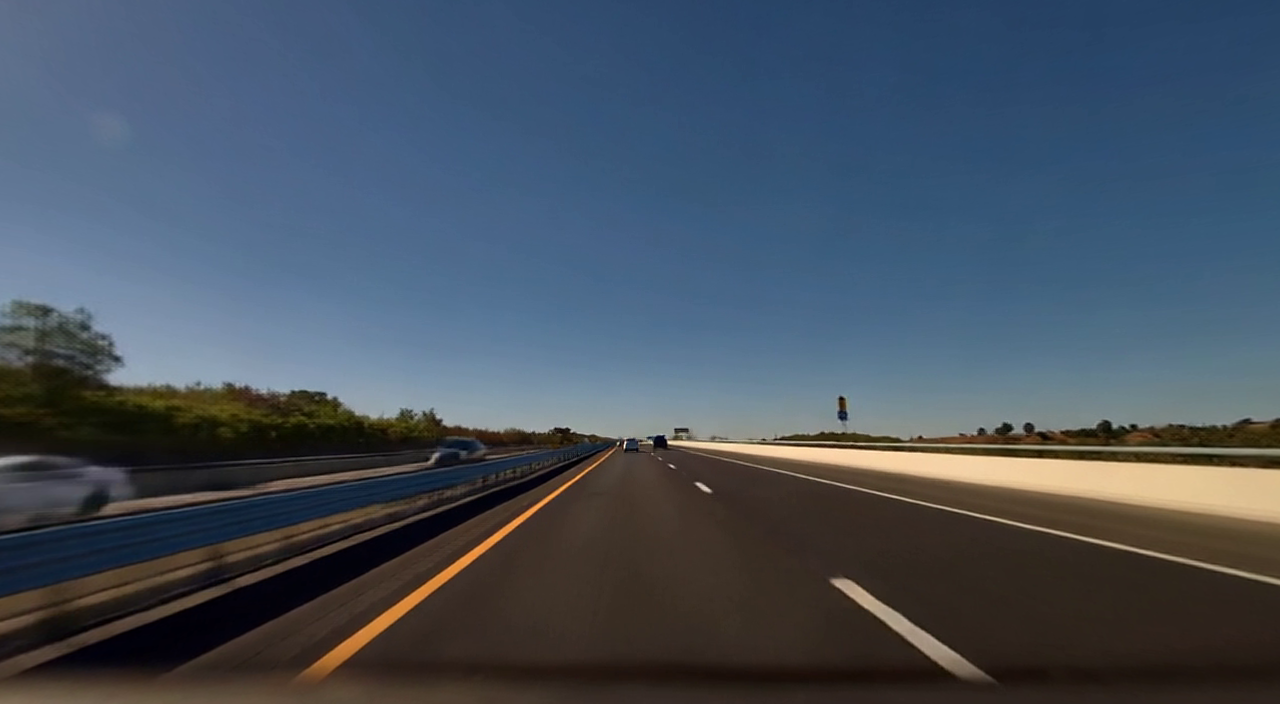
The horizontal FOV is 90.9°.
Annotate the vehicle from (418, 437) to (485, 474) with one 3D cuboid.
[{"bbox_3d":[-9.115,4.999,30.886,1.983,1.630,4.308,0,-8,-1],"label":"vehicle"}]
